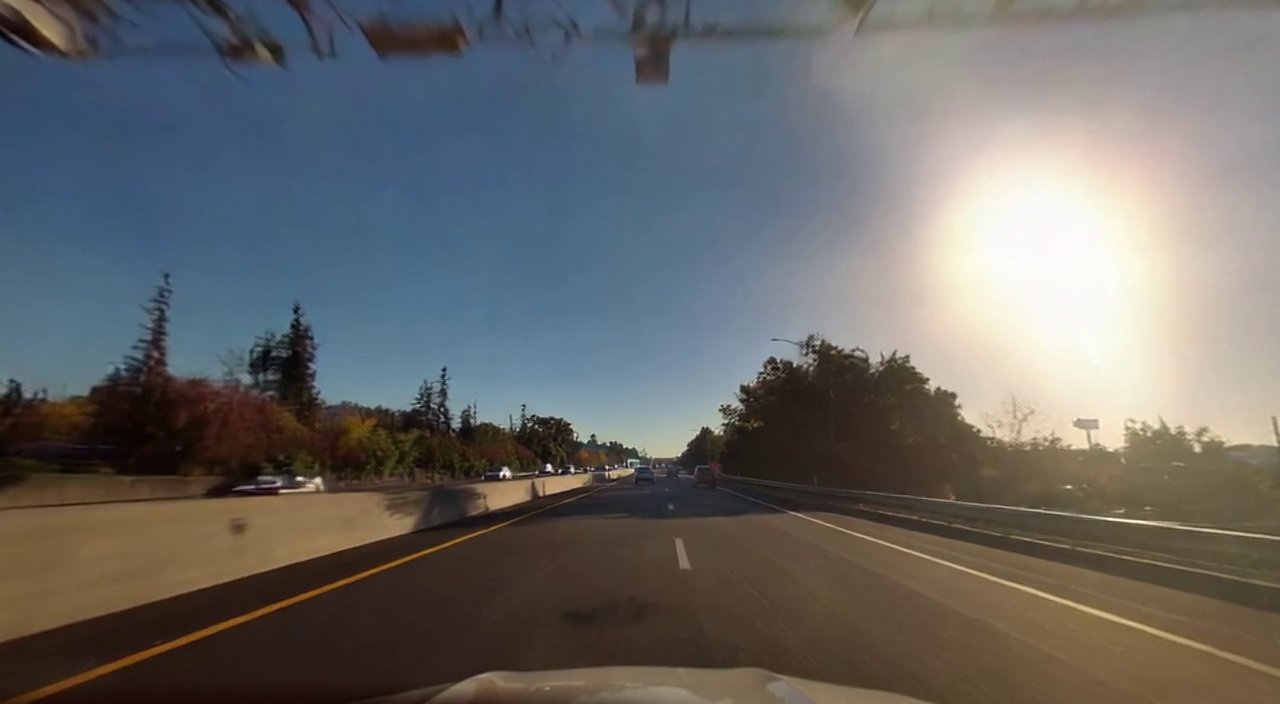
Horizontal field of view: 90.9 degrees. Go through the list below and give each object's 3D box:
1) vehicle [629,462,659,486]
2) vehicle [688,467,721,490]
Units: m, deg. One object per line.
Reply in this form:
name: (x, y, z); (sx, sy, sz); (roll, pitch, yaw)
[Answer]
vehicle: (0.347, 9.637, 49.916); (2.160, 1.721, 4.368); (0, -10, 3)
vehicle: (4.458, 8.808, 43.981); (1.937, 1.467, 4.061); (1, -10, 1)
